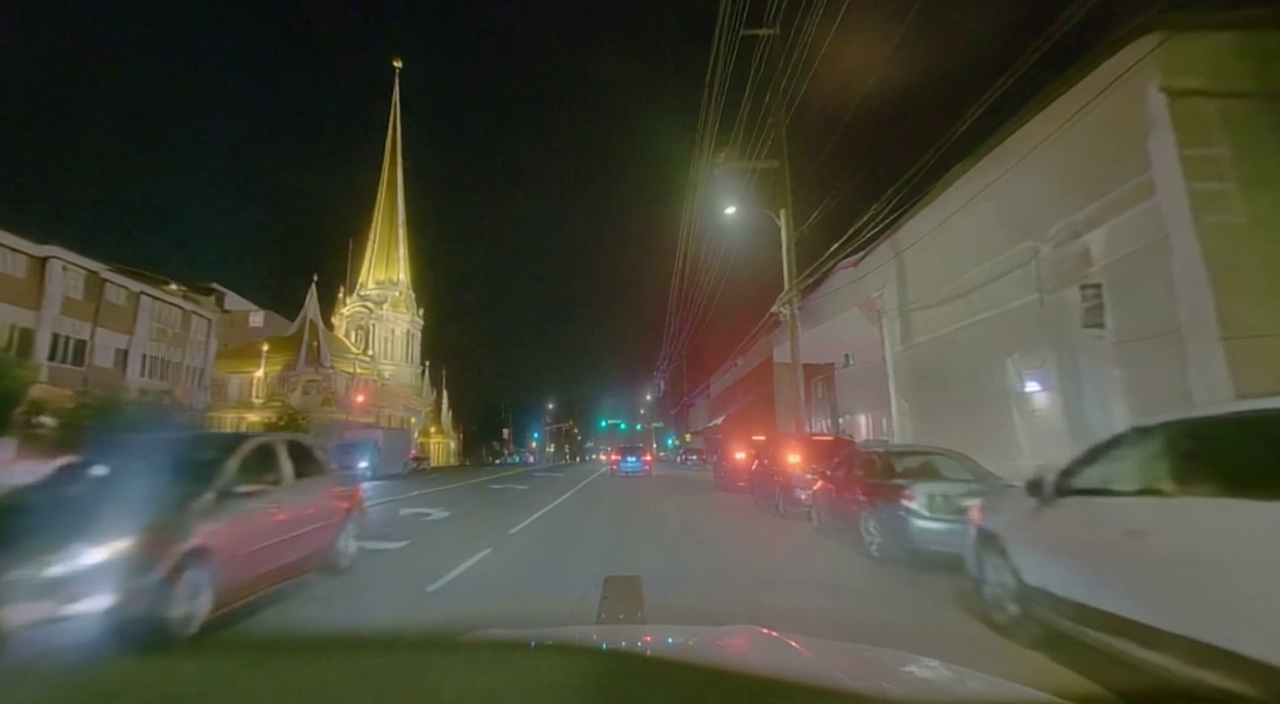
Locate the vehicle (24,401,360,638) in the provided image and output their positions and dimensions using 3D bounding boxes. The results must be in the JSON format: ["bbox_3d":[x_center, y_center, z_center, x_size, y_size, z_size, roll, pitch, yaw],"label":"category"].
[{"bbox_3d":[-5.072,1.616,7.161,2.240,1.731,4.470,7,-11,-39],"label":"vehicle"}]

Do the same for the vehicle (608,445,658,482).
[{"bbox_3d":[-0.286,4.853,27.795,2.049,1.453,4.299,0,-9,0],"label":"vehicle"}]

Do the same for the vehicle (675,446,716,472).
[{"bbox_3d":[3.481,6.850,40.570,1.944,1.530,4.539,0,-9,-4],"label":"vehicle"}]

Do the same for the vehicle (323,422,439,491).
[{"bbox_3d":[-12.149,4.943,30.285,2.961,2.739,6.276,-4,-8,-1],"label":"vehicle"}]

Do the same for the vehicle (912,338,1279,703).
[{"bbox_3d":[3.595,0.947,3.086,2.106,1.750,5.328,2,-9,-1],"label":"vehicle"}]
